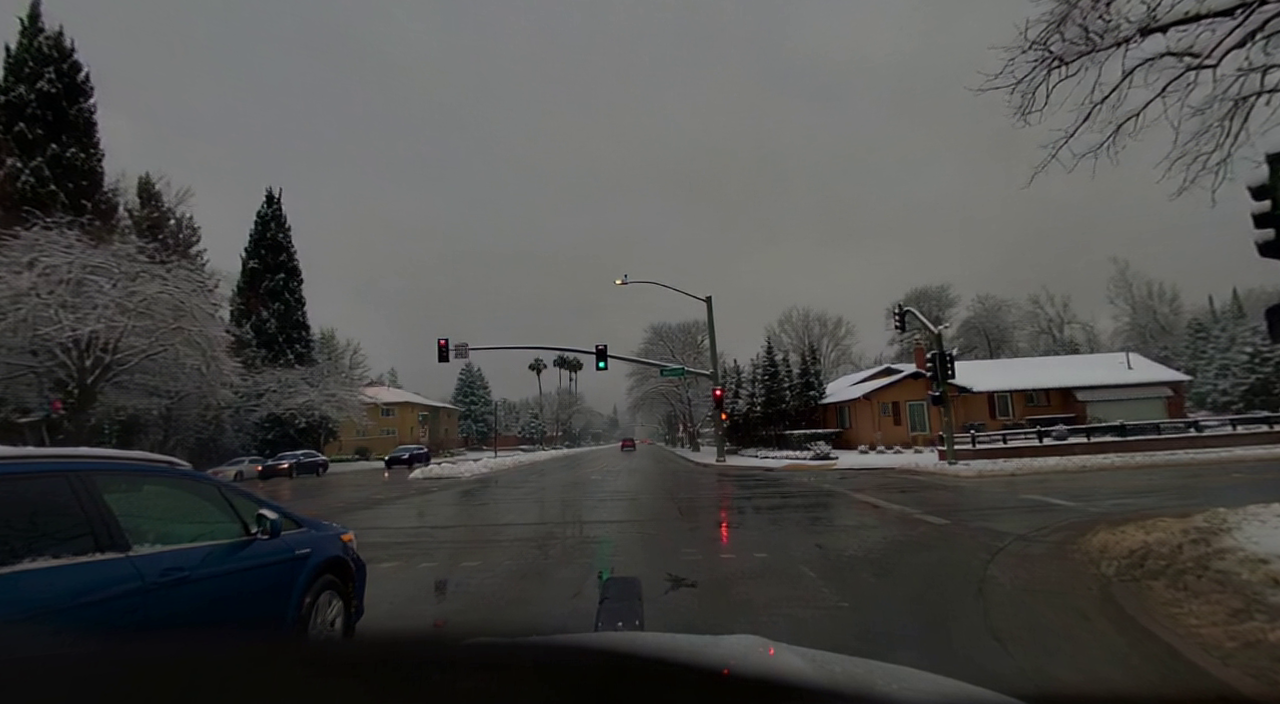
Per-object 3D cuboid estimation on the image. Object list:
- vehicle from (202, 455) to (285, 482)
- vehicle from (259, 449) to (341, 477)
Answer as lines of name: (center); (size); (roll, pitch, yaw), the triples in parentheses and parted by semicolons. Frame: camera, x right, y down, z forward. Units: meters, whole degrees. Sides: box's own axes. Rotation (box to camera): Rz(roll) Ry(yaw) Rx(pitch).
vehicle: (-24.112, 7.075, 38.642); (2.019, 1.427, 4.630); (-1, -9, 2)
vehicle: (-20.028, 6.524, 37.512); (2.084, 1.528, 4.778); (0, -9, 1)
